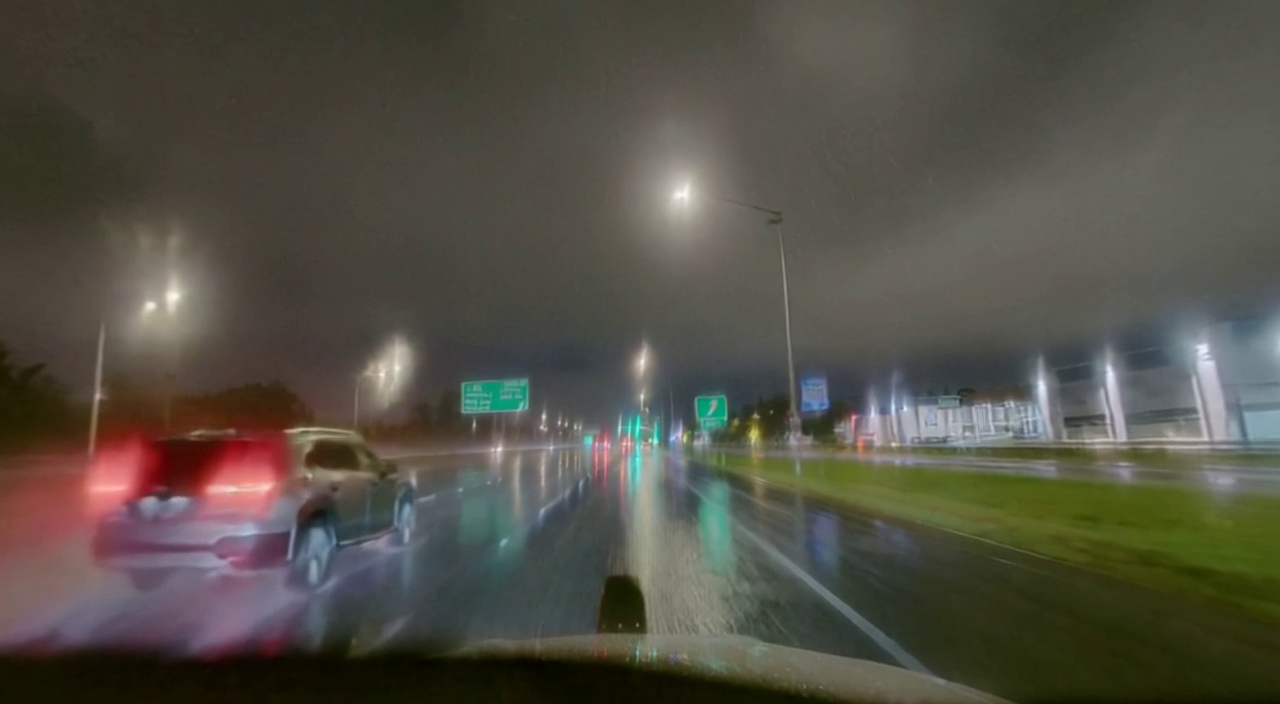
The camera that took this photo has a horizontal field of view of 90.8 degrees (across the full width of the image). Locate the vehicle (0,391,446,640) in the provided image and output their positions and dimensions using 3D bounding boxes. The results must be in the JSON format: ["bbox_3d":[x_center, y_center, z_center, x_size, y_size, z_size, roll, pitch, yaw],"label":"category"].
[{"bbox_3d":[-3.950,1.518,6.953,2.150,1.761,4.697,0,-8,0],"label":"vehicle"}]
